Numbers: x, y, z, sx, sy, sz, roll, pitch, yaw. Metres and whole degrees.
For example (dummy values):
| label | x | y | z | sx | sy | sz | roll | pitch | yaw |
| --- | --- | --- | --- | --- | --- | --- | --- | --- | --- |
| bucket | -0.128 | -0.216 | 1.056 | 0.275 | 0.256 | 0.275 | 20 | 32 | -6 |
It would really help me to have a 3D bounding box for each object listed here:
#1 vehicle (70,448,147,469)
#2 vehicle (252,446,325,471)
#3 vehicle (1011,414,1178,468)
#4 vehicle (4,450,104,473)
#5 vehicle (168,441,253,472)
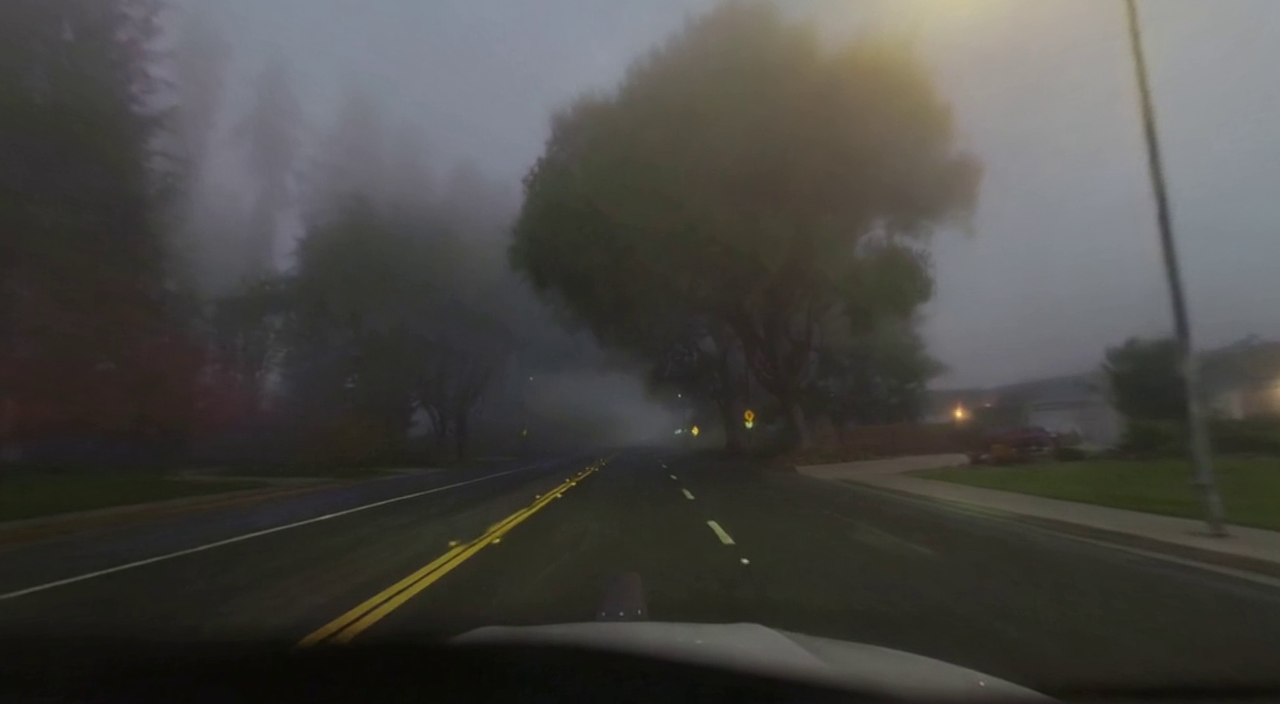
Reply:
| label | x | y | z | sx | sy | sz | roll | pitch | yaw |
| --- | --- | --- | --- | --- | --- | --- | --- | --- | --- |
| vehicle | -40.750 | 8.167 | 48.551 | 4.030 | 1.467 | 1.994 | 4 | -8 | -24 |
| vehicle | -23.406 | 7.067 | 42.063 | 4.584 | 1.562 | 2.091 | -5 | -10 | 29 |
| vehicle | 21.287 | 4.187 | 29.798 | 6.048 | 2.416 | 2.158 | 0 | -8 | 0 |
| vehicle | -41.614 | 7.767 | 45.009 | 4.780 | 1.482 | 1.881 | 4 | -9 | -23 |
| vehicle | -28.921 | 6.982 | 42.494 | 5.502 | 1.936 | 2.147 | -4 | -9 | 26 |
